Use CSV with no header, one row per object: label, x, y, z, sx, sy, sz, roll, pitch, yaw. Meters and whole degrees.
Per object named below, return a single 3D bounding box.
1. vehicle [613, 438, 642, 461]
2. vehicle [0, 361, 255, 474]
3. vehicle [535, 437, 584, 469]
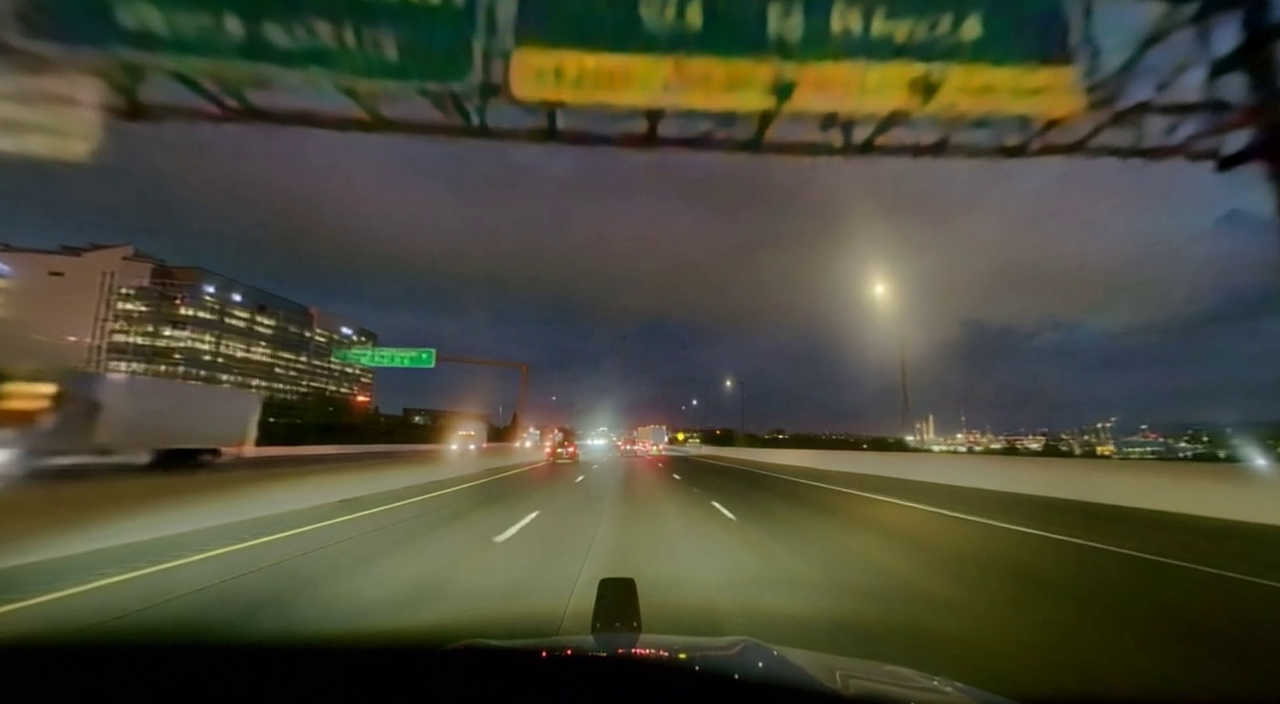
vehicle,-0.980,7.647,49.440,2.196,1.699,4.499,0,-8,-2
vehicle,-21.182,2.957,26.393,3.019,3.702,11.347,0,-8,-1
vehicle,-4.423,5.624,35.166,2.271,1.626,4.463,0,-8,-2
